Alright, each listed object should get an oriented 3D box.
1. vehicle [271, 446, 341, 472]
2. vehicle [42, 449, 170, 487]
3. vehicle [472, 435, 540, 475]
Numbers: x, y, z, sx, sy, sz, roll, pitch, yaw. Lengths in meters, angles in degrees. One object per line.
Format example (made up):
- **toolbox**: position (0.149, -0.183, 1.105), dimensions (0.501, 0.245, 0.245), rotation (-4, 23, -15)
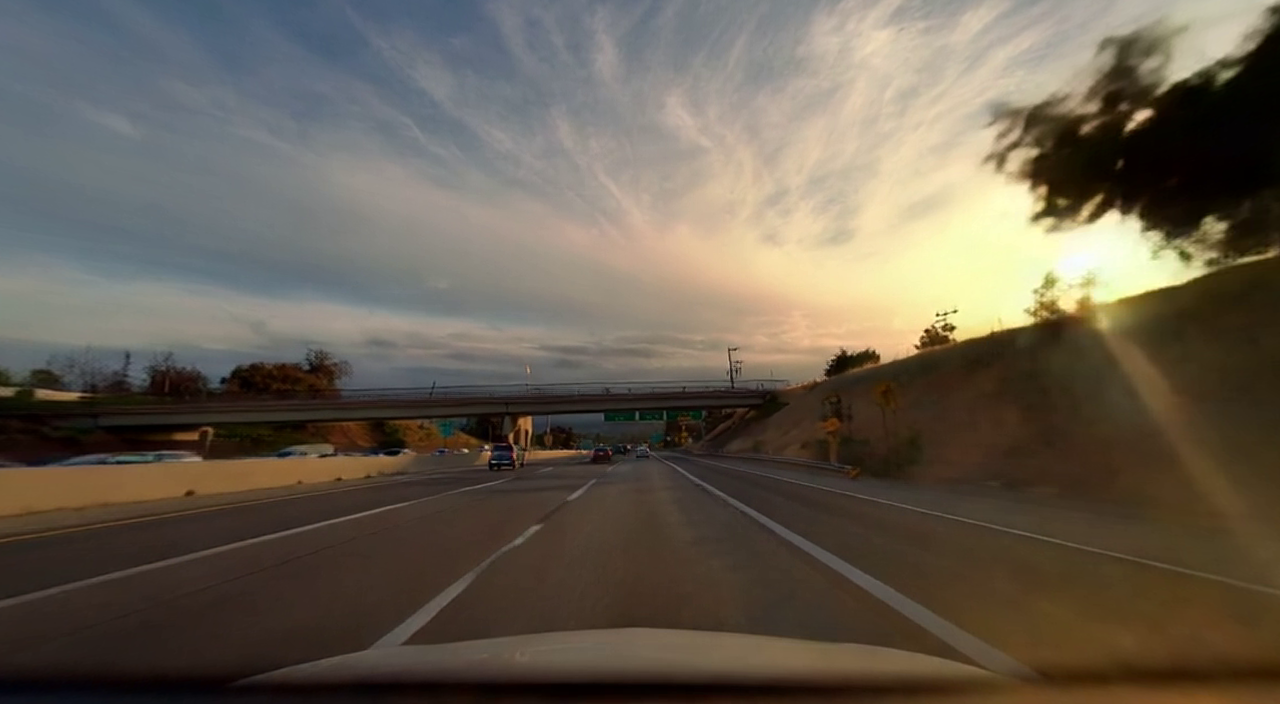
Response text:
- **vehicle**: position (-26.281, 8.428, 49.808), dimensions (2.246, 1.917, 5.901), rotation (0, -9, 1)
- **vehicle**: position (-26.295, 5.708, 31.296), dimensions (1.985, 1.697, 4.891), rotation (0, -9, 0)
- **vehicle**: position (-7.143, 5.582, 34.404), dimensions (2.341, 1.959, 5.684), rotation (0, -9, 1)
